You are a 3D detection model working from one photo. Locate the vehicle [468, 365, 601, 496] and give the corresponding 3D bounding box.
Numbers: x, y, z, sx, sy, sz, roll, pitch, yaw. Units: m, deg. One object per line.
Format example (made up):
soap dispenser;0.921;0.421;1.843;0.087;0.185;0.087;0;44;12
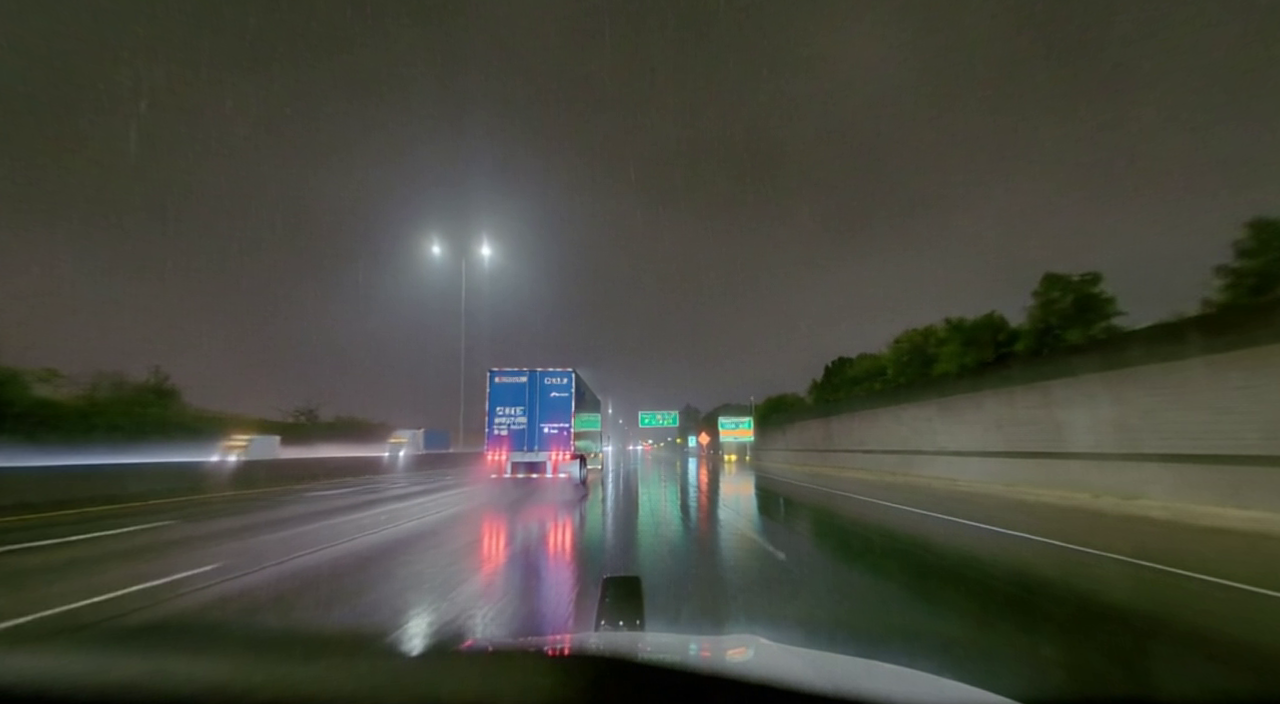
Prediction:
vehicle;-3.521;3.208;24.704;3.059;3.956;11.036;0;-9;1
